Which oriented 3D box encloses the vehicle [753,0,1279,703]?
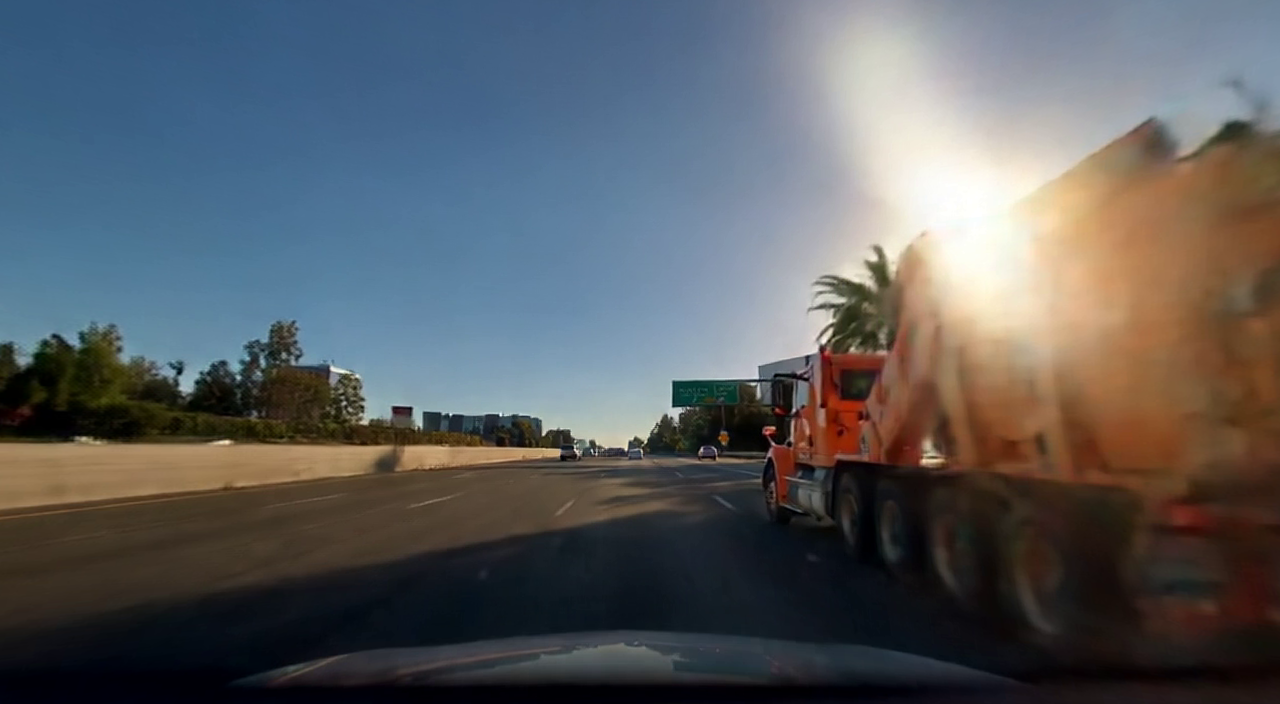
[{"bbox_3d":[3.721,0.626,6.864,2.966,3.586,10.563,0,-9,0],"label":"vehicle"}]
